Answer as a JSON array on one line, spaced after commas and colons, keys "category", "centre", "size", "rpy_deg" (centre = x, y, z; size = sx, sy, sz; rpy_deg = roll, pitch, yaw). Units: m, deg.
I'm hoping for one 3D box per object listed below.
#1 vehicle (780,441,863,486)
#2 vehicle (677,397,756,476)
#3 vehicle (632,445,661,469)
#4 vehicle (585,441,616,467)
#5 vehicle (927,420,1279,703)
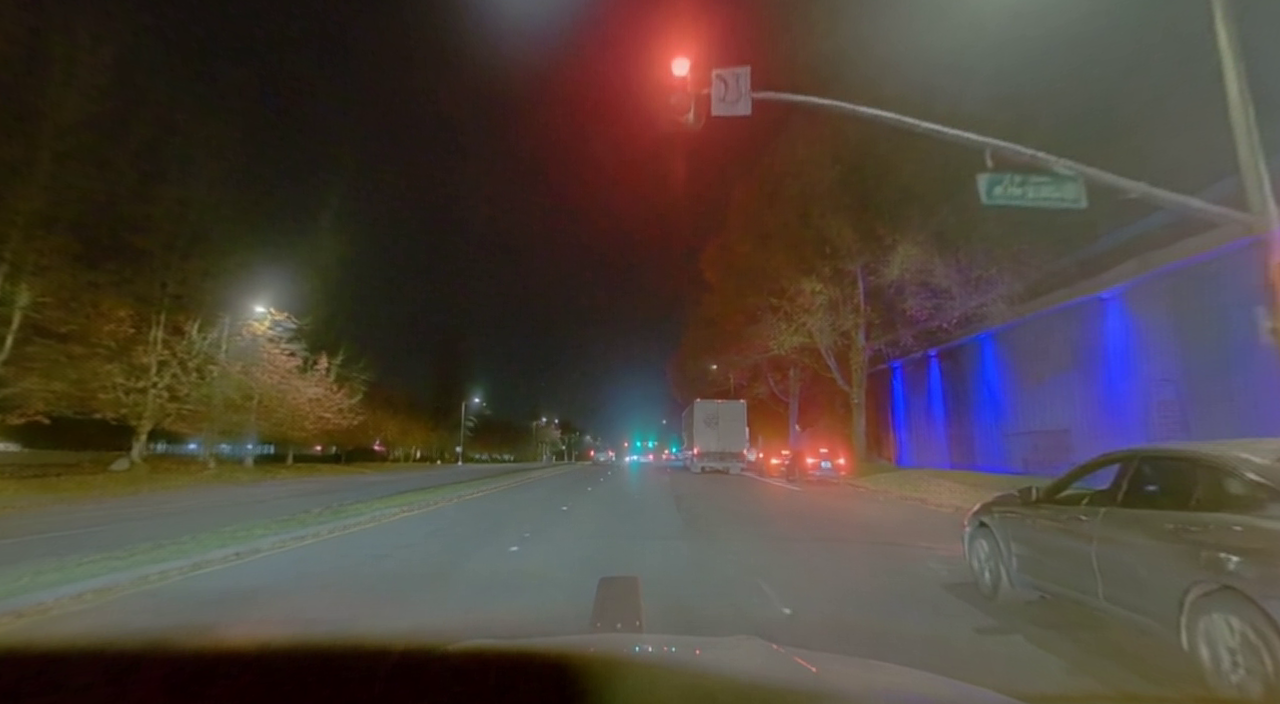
[{"category": "vehicle", "centre": [7.013, 4.501, 24.885], "size": [1.889, 1.417, 4.759], "rpy_deg": [-3, -13, 1]}, {"category": "vehicle", "centre": [3.900, 4.723, 34.914], "size": [3.003, 3.680, 10.684], "rpy_deg": [0, -8, 0]}, {"category": "vehicle", "centre": [0.431, 7.114, 42.863], "size": [1.846, 1.528, 4.348], "rpy_deg": [0, -8, 0]}, {"category": "vehicle", "centre": [-2.999, 7.860, 48.620], "size": [2.035, 1.867, 4.607], "rpy_deg": [0, -8, 2]}, {"category": "vehicle", "centre": [3.789, 1.149, 3.589], "size": [1.915, 1.449, 4.970], "rpy_deg": [0, -8, -1]}]
